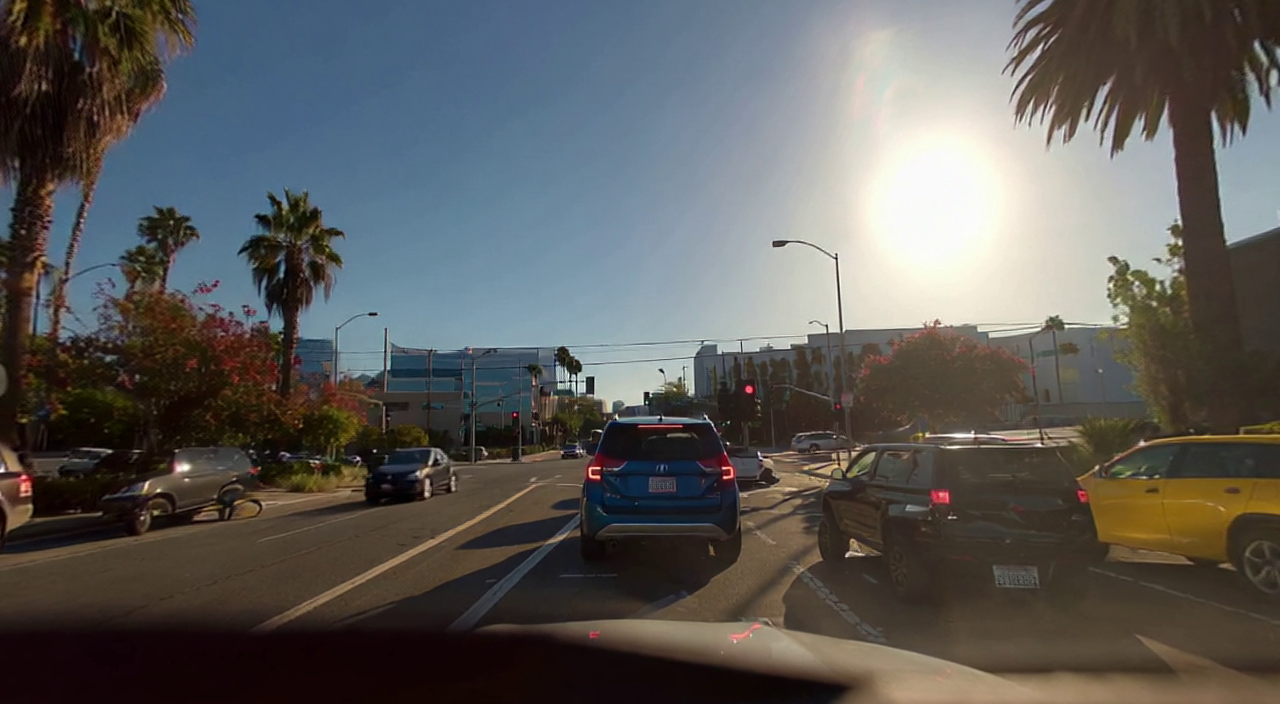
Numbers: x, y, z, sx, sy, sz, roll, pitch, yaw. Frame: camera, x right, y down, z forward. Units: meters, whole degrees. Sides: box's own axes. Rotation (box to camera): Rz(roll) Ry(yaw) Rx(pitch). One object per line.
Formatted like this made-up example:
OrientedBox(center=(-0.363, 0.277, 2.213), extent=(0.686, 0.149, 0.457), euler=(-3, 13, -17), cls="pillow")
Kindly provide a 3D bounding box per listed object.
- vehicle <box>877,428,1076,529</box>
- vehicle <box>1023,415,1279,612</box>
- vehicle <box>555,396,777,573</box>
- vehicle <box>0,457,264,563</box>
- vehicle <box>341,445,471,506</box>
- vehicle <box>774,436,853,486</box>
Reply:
OrientedBox(center=(6.692, 2.529, 13.242), extent=(1.930, 1.736, 4.329), euler=(-1, -8, 3), cls="vehicle")
OrientedBox(center=(6.465, 1.603, 6.930), extent=(1.935, 1.672, 4.139), euler=(0, -8, 1), cls="vehicle")
OrientedBox(center=(0.288, 1.672, 8.681), extent=(2.264, 1.798, 4.258), euler=(0, -8, 1), cls="vehicle")
OrientedBox(center=(-9.560, 2.813, 11.949), extent=(2.054, 1.467, 4.595), euler=(-3, -9, 1), cls="vehicle")
OrientedBox(center=(-6.409, 3.395, 17.963), extent=(1.928, 1.475, 4.645), euler=(0, -8, -1), cls="vehicle")
OrientedBox(center=(6.565, 4.148, 24.392), extent=(1.948, 1.729, 4.023), euler=(0, -8, 1), cls="vehicle")
